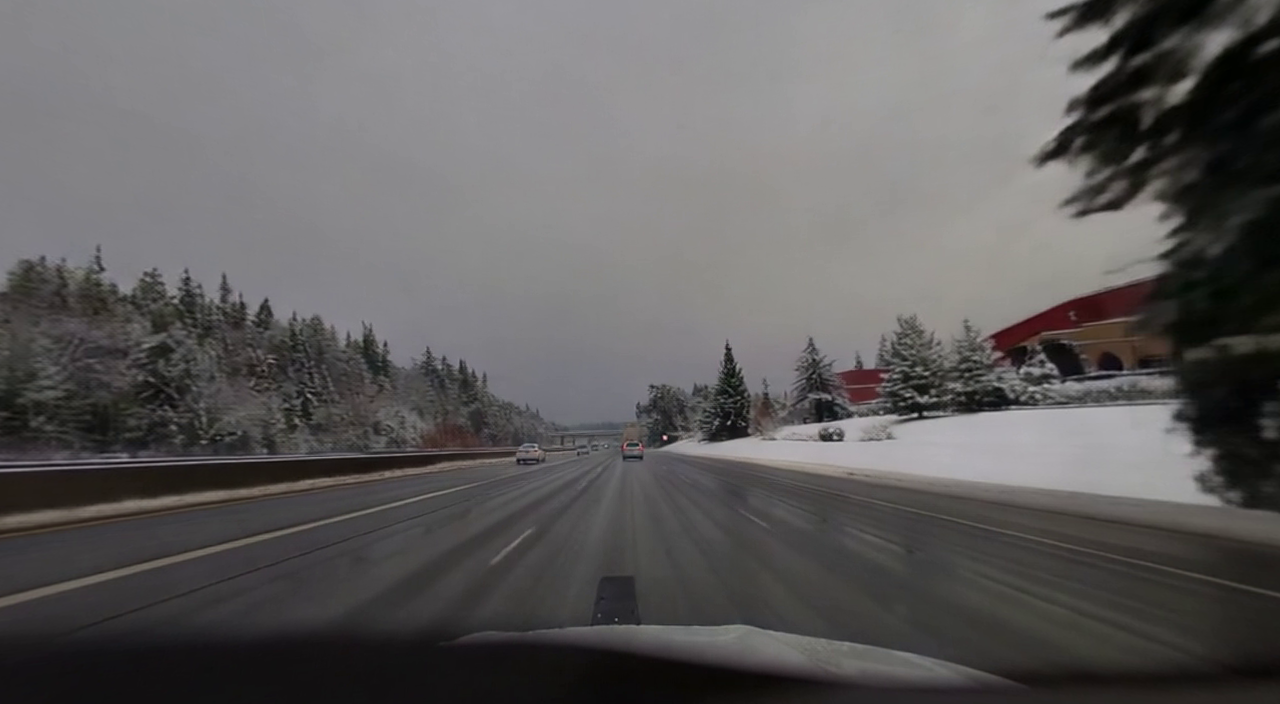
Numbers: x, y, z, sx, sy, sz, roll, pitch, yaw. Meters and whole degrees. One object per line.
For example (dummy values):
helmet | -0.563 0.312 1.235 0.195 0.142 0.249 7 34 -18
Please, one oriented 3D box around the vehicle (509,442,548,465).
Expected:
vehicle | -7.922 7.237 45.106 1.991 1.572 4.314 0 -9 0
